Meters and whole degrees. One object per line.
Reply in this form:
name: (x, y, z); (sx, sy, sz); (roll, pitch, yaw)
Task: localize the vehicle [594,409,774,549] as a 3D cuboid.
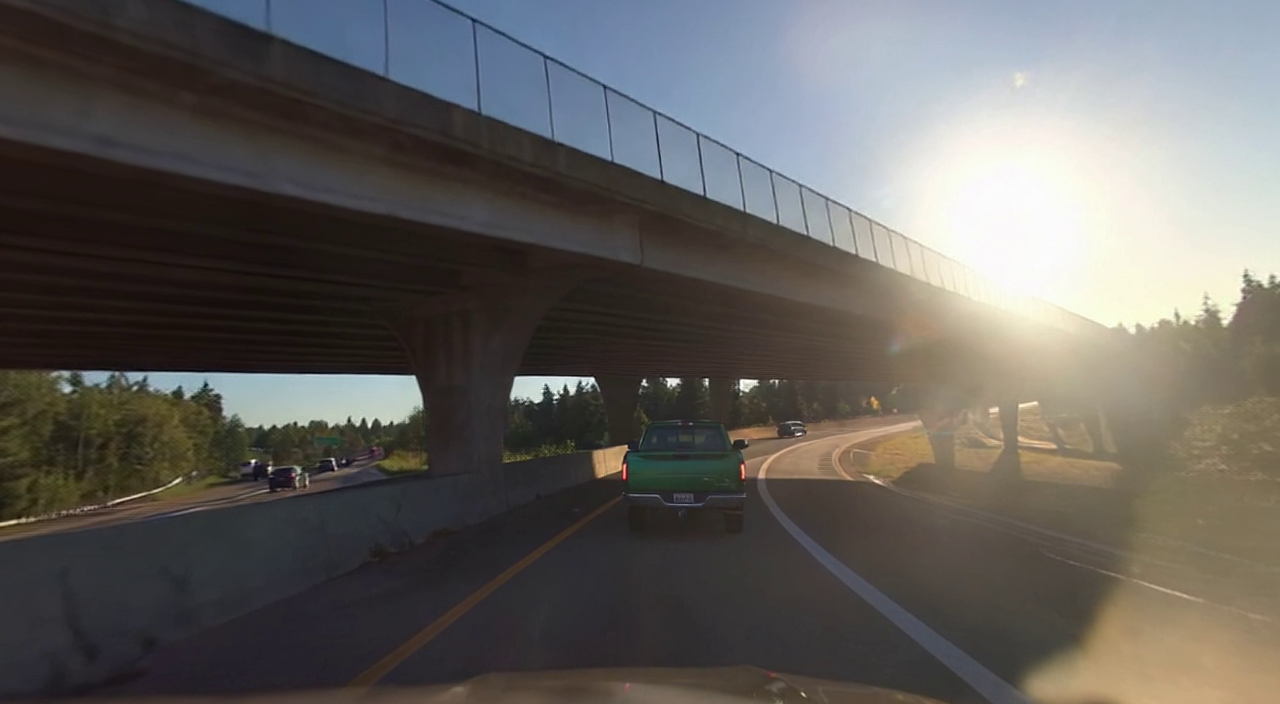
vehicle: (0.739, 1.905, 10.139); (2.235, 1.716, 4.435); (-1, -8, 5)
